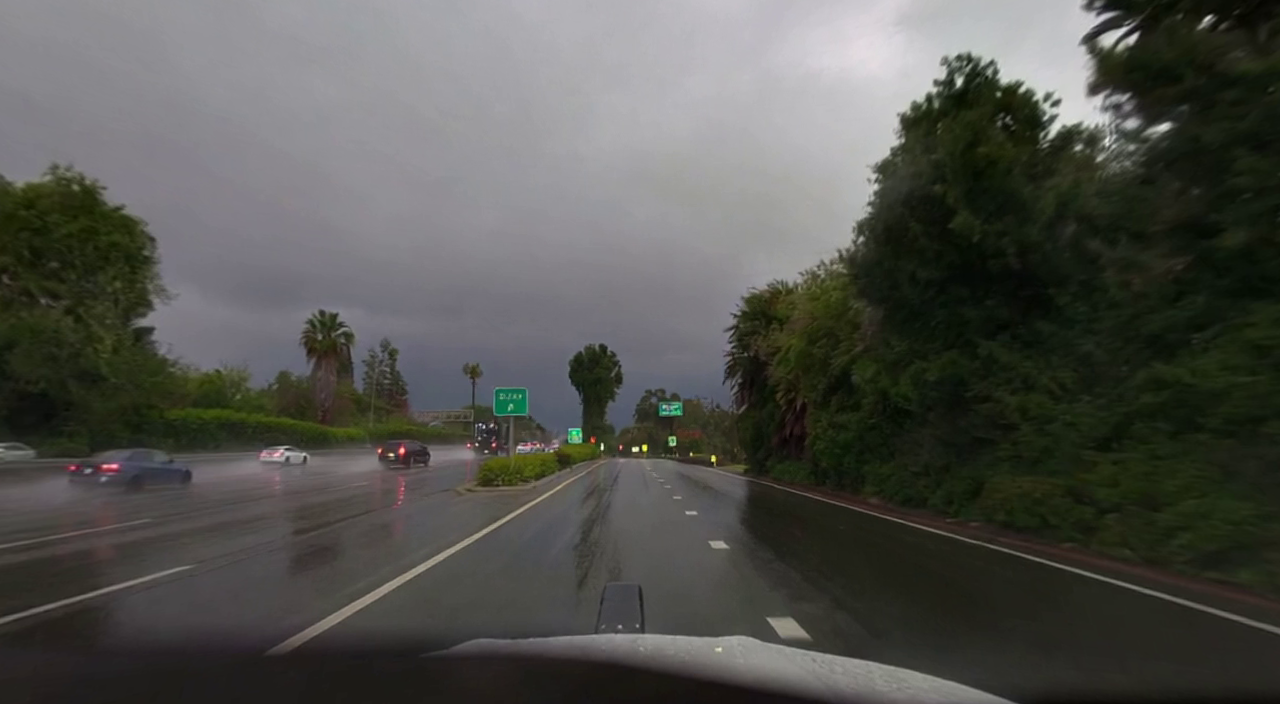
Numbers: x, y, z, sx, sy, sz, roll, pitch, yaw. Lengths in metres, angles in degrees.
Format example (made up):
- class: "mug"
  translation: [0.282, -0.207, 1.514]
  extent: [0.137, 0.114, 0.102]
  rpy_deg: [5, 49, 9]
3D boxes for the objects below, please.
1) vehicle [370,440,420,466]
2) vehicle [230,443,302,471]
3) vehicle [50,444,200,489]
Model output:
- class: "vehicle"
  translation: [-16.202, 6.679, 41.961]
  extent: [1.919, 1.658, 4.084]
  rpy_deg: [0, -9, -4]
- class: "vehicle"
  translation: [-23.624, 6.603, 40.109]
  extent: [1.998, 1.648, 4.495]
  rpy_deg: [0, -9, -4]
- class: "vehicle"
  translation: [-18.906, 4.195, 23.538]
  extent: [1.933, 1.496, 4.516]
  rpy_deg: [0, -9, -3]
